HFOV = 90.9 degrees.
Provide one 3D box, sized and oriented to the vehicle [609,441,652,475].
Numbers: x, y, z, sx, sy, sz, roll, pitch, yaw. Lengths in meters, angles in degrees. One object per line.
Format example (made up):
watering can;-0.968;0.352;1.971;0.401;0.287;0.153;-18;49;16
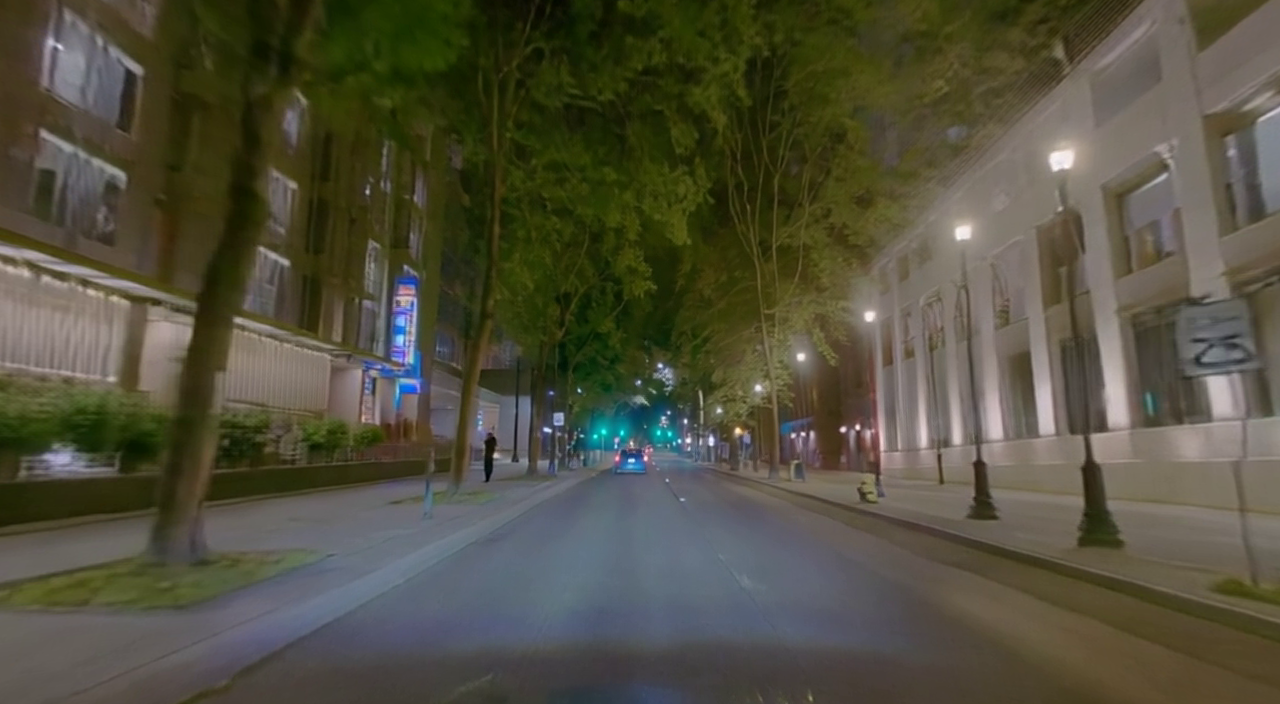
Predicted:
vehicle;-0.467;5.356;32.067;2.079;1.621;3.861;0;-9;-1
